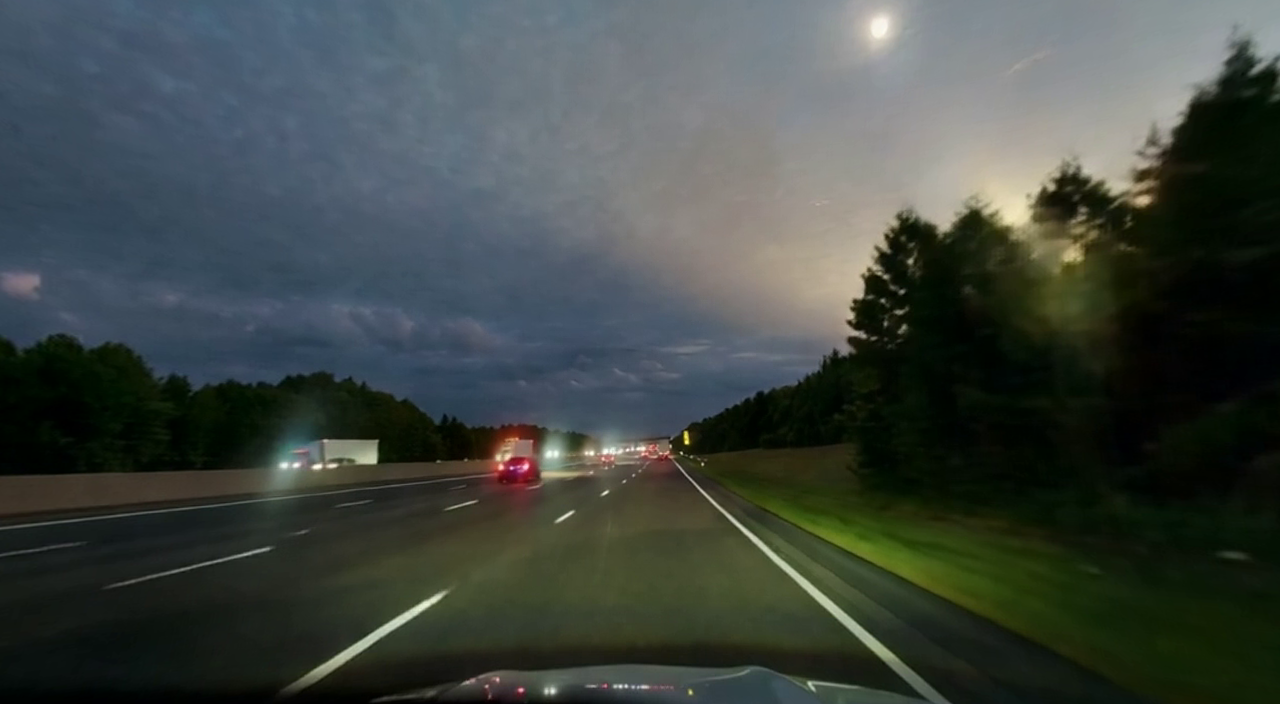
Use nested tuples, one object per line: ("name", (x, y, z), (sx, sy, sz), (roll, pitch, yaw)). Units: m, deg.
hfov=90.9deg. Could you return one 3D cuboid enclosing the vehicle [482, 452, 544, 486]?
("vehicle", (-6.304, 5.863, 31.833), (1.996, 1.579, 4.439), (-1, -9, 3))
